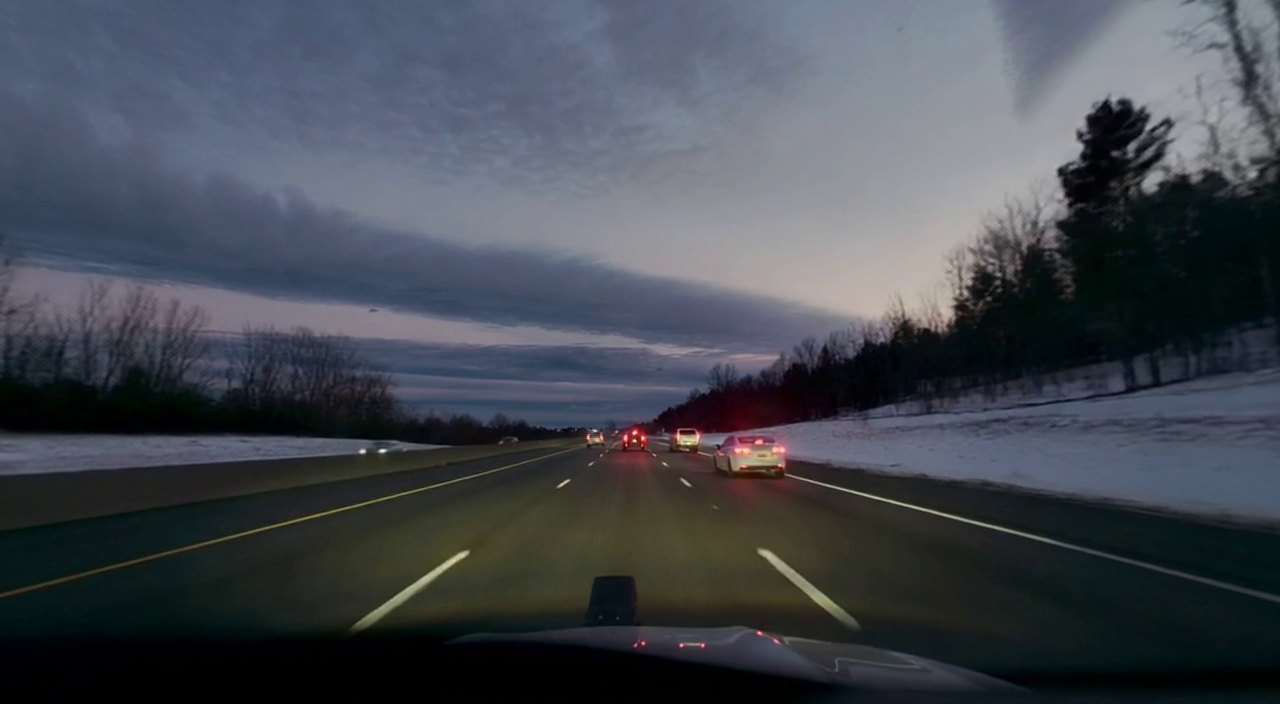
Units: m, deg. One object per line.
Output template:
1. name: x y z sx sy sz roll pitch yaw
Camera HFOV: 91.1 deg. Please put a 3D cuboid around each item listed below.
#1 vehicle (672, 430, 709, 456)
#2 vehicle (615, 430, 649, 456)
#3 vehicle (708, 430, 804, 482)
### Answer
1. vehicle: 3.419 6.284 43.480 2.098 1.677 4.275 0 -8 -2
2. vehicle: -0.545 6.102 42.303 2.182 1.680 4.253 0 -8 -1
3. vehicle: 3.555 3.278 20.269 2.056 1.479 4.660 0 -8 -2
